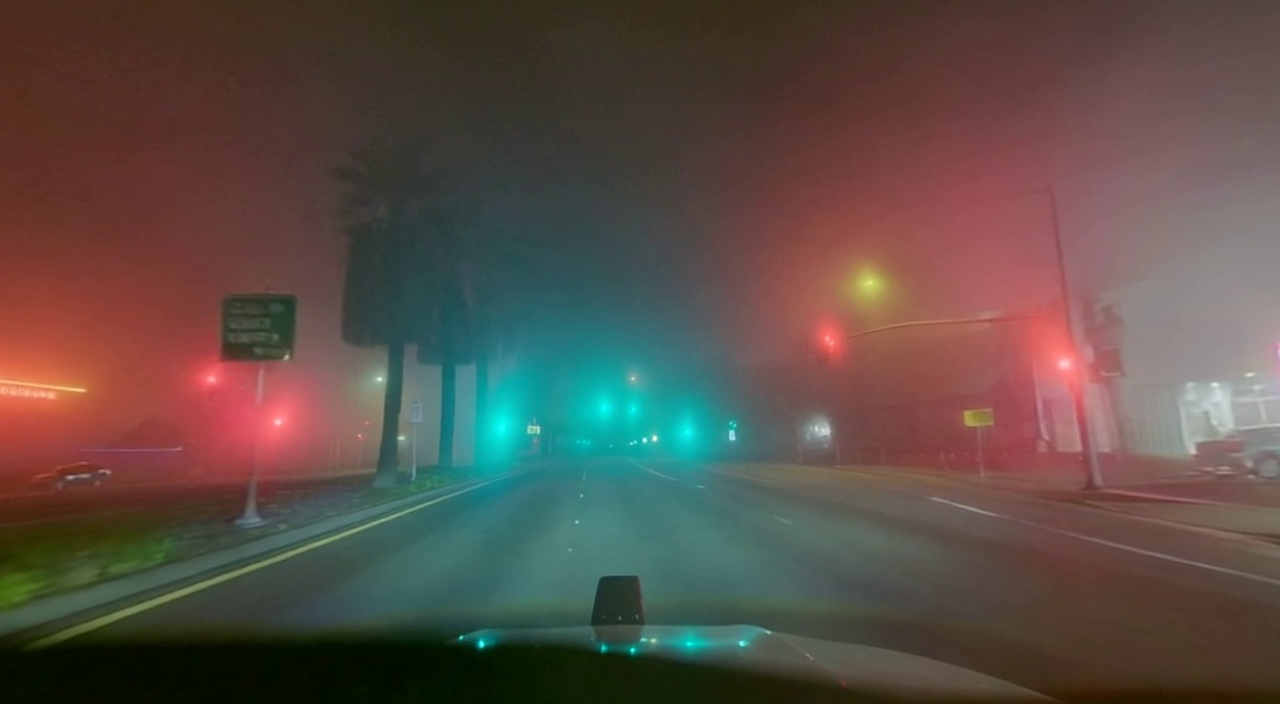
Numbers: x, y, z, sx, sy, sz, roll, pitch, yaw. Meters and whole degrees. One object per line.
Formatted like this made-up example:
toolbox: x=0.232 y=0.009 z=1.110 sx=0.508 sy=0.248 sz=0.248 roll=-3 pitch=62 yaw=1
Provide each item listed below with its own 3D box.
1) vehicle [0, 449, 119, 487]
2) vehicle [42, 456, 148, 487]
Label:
vehicle: x=-33.086 y=6.542 z=36.071 sx=2.236 sy=1.982 sz=5.467 roll=0 pitch=-9 yaw=-4
vehicle: x=-30.188 y=6.617 z=35.193 sx=1.945 sy=1.444 sz=4.428 roll=-4 pitch=-9 yaw=1
